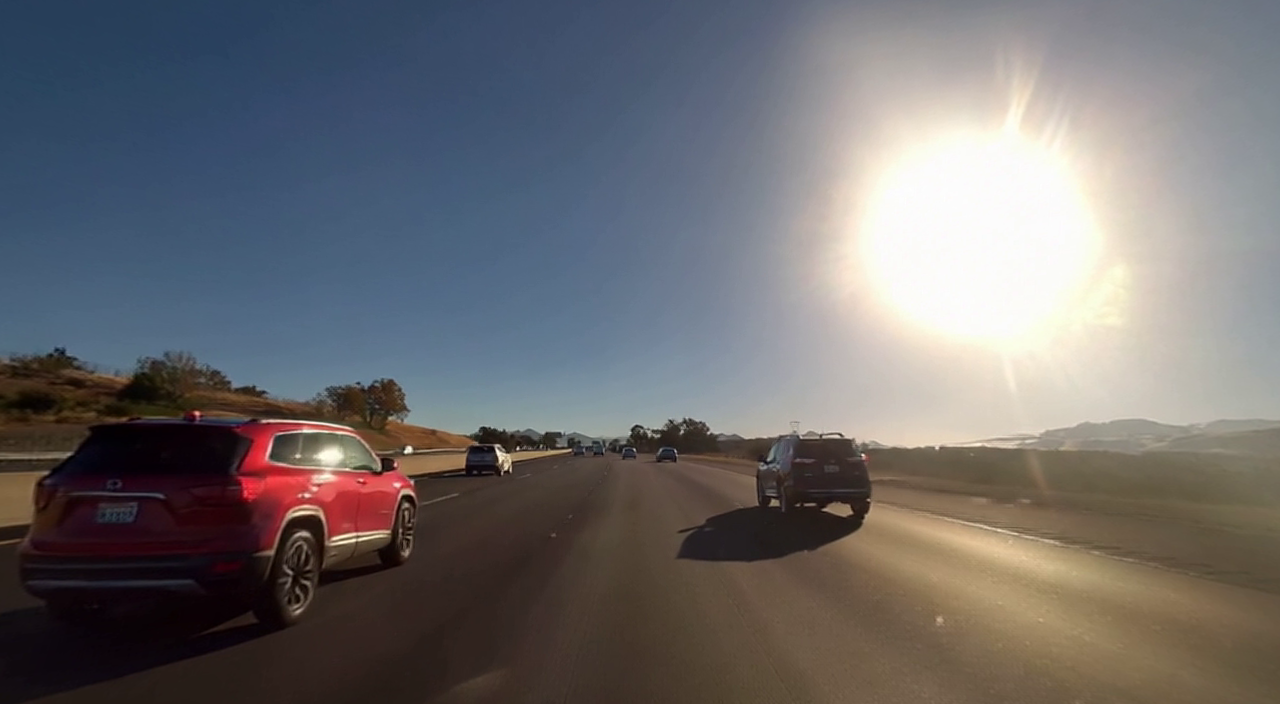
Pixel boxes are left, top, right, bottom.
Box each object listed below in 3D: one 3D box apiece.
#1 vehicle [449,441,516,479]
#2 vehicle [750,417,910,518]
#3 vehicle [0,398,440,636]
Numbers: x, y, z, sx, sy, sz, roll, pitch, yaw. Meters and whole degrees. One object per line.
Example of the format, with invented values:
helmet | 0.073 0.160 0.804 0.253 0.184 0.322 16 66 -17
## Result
vehicle | -7.760 5.354 31.518 2.095 1.696 4.680 -1 -9 1
vehicle | 4.007 2.550 14.304 2.153 1.860 4.689 -1 -9 0
vehicle | -4.096 1.581 7.012 2.214 1.743 4.465 -1 -9 1
